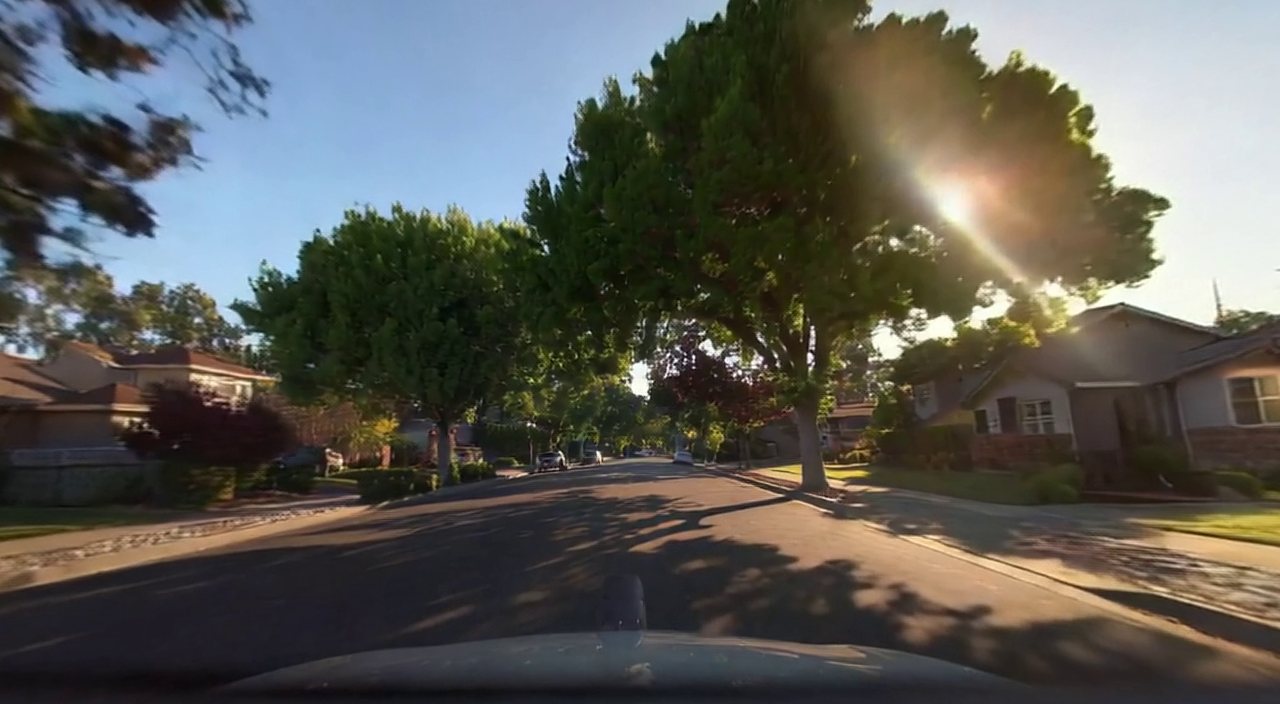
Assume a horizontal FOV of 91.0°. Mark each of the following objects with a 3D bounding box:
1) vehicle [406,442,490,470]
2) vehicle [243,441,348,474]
[{"bbox_3d":[-12.543,6.825,41.306,4.876,1.733,1.989,0,-9,3],"label":"vehicle"},{"bbox_3d":[-17.260,5.304,31.644,4.112,1.497,1.956,-2,-9,2],"label":"vehicle"}]
